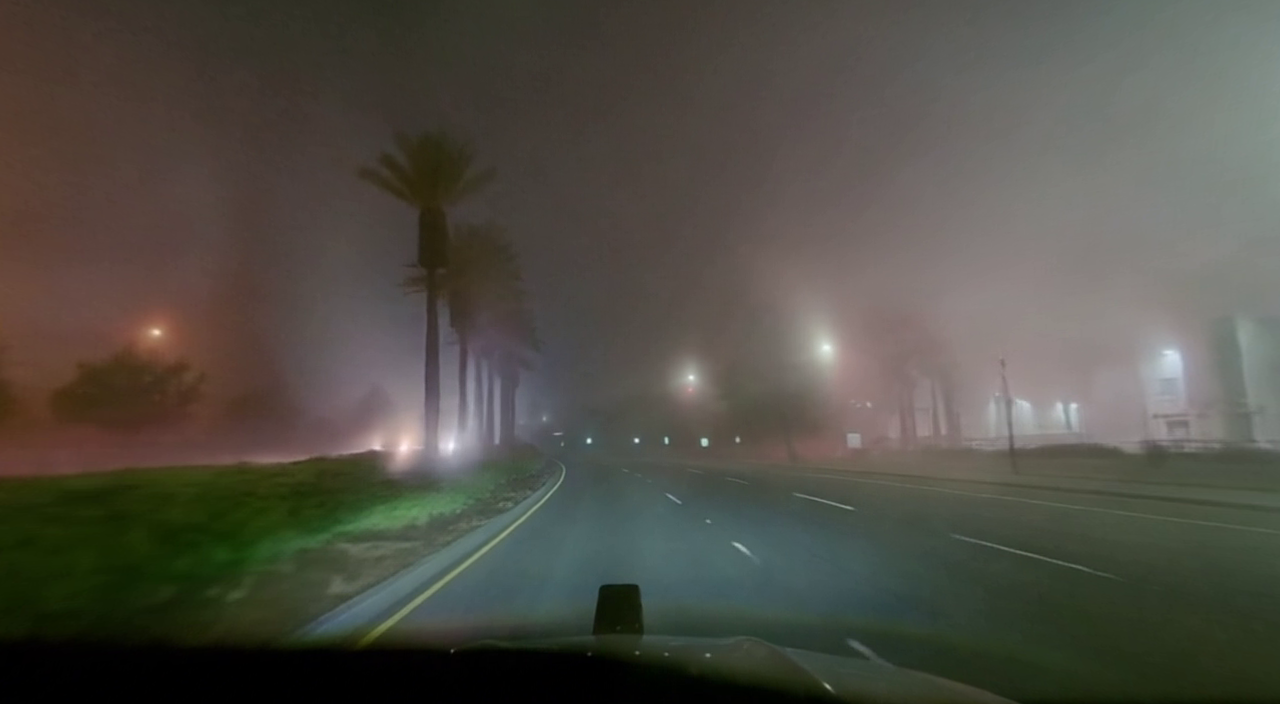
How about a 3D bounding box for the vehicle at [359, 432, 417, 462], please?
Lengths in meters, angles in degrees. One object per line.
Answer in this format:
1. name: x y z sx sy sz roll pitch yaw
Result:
1. vehicle: -14.951 5.679 37.748 1.961 1.664 4.422 1 -9 -6
